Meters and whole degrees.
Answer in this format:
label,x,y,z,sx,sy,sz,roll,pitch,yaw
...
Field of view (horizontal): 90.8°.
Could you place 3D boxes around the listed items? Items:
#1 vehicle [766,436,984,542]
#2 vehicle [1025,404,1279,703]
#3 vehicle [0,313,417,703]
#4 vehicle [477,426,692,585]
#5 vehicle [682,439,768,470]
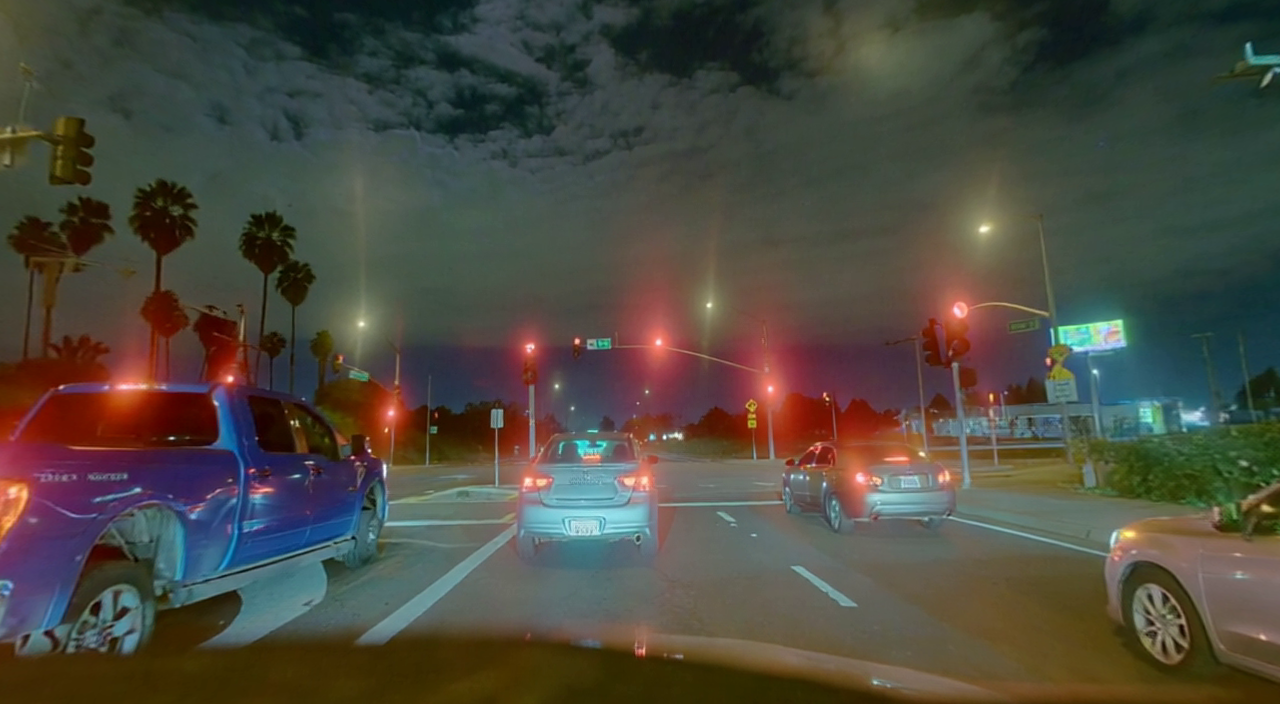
label,x,y,z,sx,sy,sz,roll,pitch,yaw
vehicle,3.712,2.237,11.055,1.965,1.448,4.486,0,-9,-2
vehicle,3.876,0.906,2.285,2.052,1.496,4.541,0,-9,-1
vehicle,-3.790,1.123,5.049,2.078,1.838,5.448,0,-9,-1
vehicle,-0.615,1.773,8.135,2.035,1.491,4.090,0,-9,-3
vehicle,4.235,5.170,32.076,1.878,1.428,4.416,5,-10,-33
